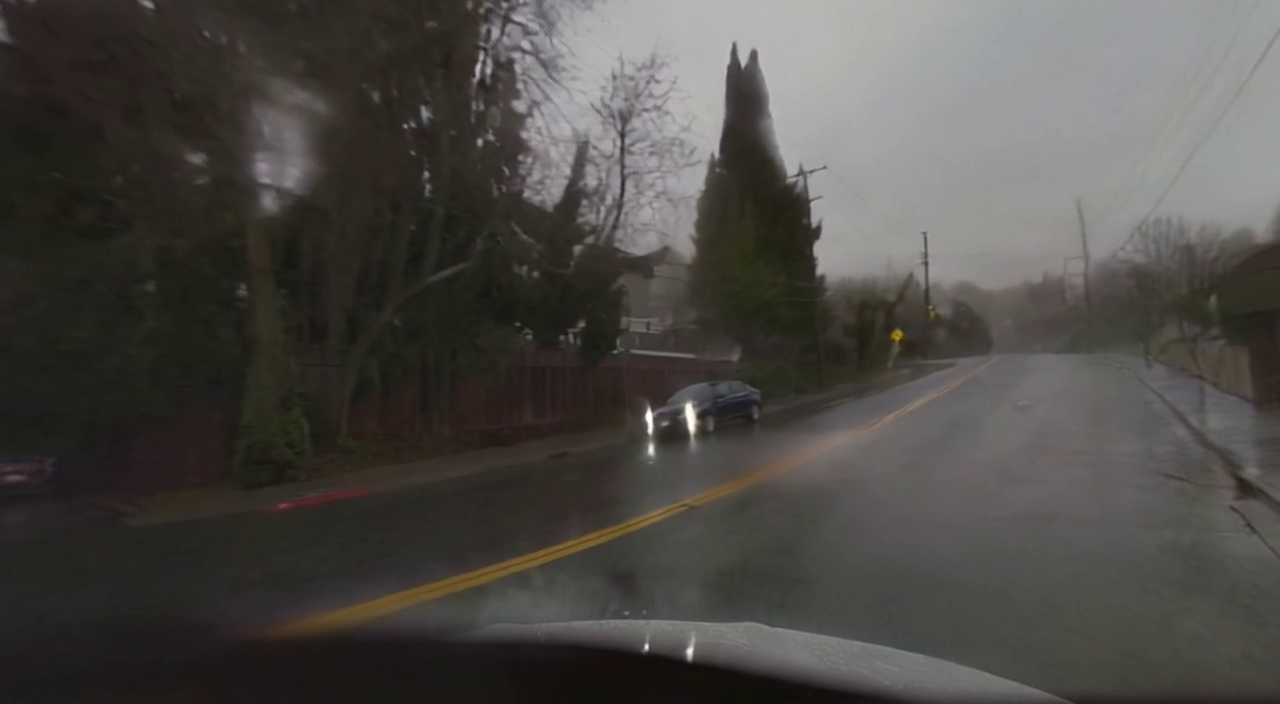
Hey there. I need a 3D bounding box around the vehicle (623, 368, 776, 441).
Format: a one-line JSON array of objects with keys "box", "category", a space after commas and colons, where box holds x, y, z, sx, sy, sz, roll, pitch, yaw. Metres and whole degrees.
[{"box": [1.951, 1.468, 18.723, 2.032, 1.595, 5.289, -5, -1, 36], "category": "vehicle"}]
